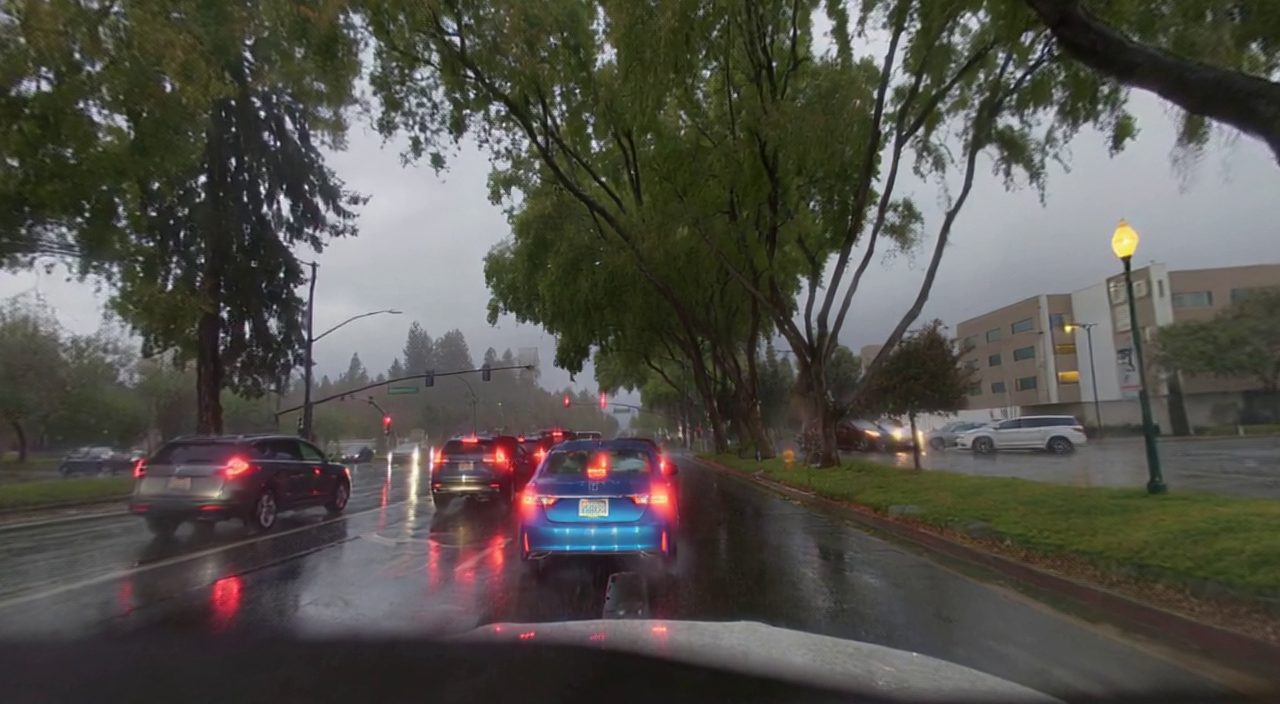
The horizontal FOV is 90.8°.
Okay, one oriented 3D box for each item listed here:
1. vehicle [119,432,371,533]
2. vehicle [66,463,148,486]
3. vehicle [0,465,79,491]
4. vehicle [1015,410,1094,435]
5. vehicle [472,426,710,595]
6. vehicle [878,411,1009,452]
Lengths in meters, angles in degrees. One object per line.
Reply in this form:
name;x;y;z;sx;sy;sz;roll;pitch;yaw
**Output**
vehicle;-7.271;2.427;12.336;2.096;1.593;4.288;0;-9;0
vehicle;-36.456;8.375;43.273;3.918;1.423;1.861;-1;-9;2
vehicle;-36.640;7.544;37.947;4.093;1.440;1.804;0;-9;-1
vehicle;30.332;5.227;46.403;4.627;1.671;1.929;-5;-10;29
vehicle;-0.419;1.704;7.628;2.104;1.472;3.946;0;-9;0
vehicle;13.929;3.690;29.216;4.975;1.809;1.956;0;-9;1
